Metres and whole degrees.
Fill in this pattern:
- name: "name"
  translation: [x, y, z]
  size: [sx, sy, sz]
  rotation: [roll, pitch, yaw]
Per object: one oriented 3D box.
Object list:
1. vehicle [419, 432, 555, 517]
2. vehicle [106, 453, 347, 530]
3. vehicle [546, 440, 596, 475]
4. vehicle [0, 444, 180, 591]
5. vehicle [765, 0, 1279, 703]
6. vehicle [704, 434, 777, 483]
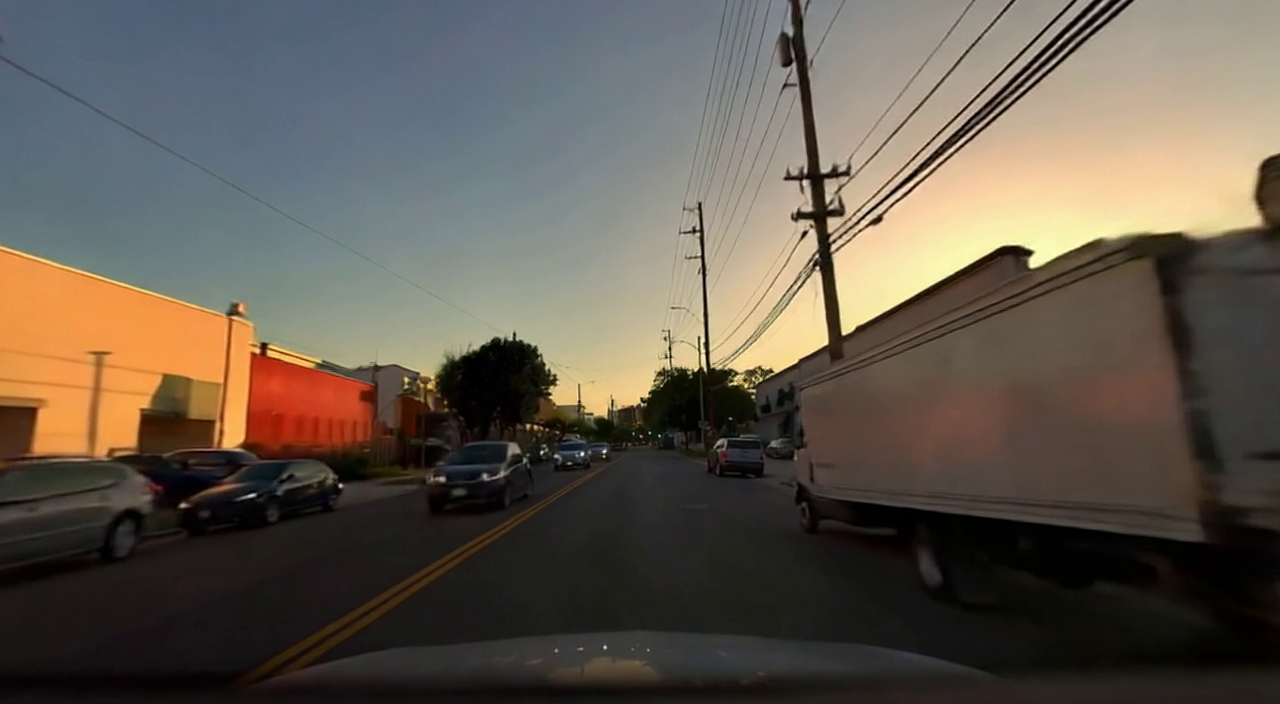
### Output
- name: "vehicle"
  translation: [-3.381, 2.794, 14.872]
  size: [2.061, 1.679, 4.042]
  rotation: [-1, -9, 2]
- name: "vehicle"
  translation: [-10.360, 3.503, 16.199]
  size: [4.757, 1.537, 1.957]
  rotation: [-2, -8, -5]
- name: "vehicle"
  translation: [-3.603, 5.642, 33.983]
  size: [2.100, 1.723, 4.433]
  rotation: [-1, -9, 1]
- name: "vehicle"
  translation: [-8.241, 2.037, 7.619]
  size: [1.954, 1.622, 4.761]
  rotation: [-5, -8, -1]
- name: "vehicle"
  translation: [3.507, 0.324, 6.188]
  size: [2.874, 3.757, 8.612]
  rotation: [2, -9, 1]
- name: "vehicle"
  translation: [3.846, 4.155, 25.014]
  size: [2.092, 1.730, 4.595]
  rotation: [0, -9, 0]
